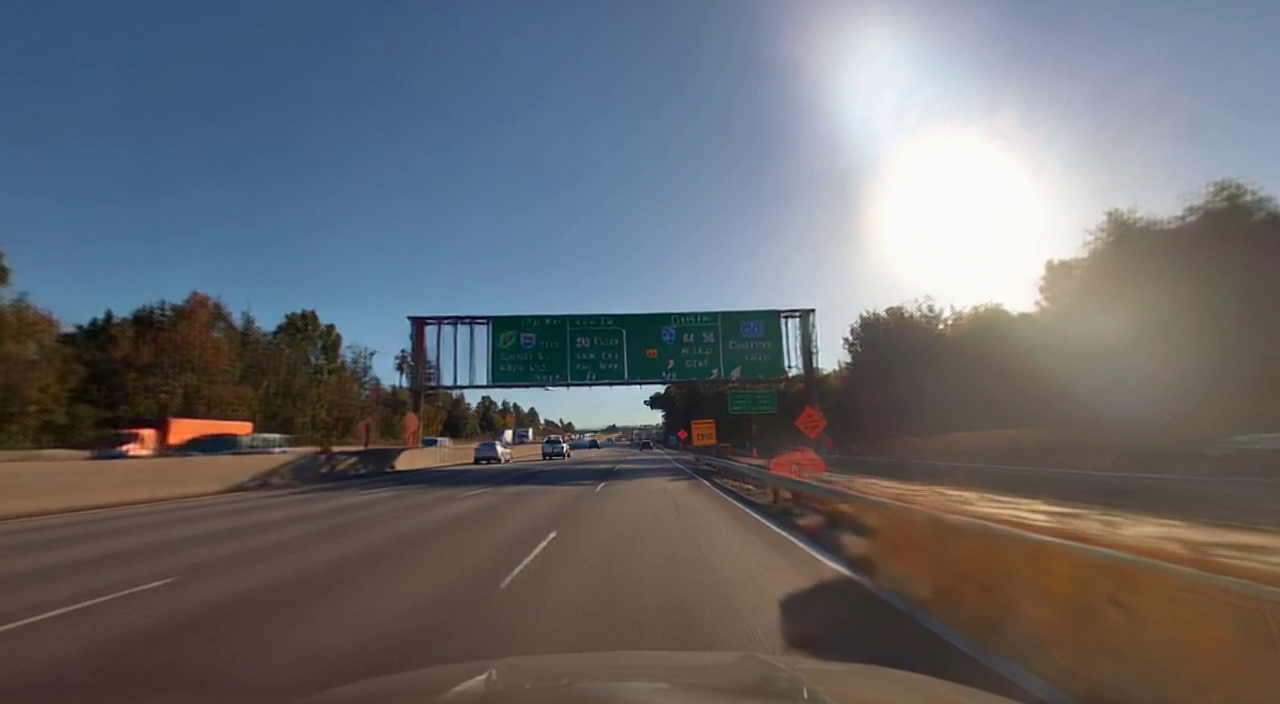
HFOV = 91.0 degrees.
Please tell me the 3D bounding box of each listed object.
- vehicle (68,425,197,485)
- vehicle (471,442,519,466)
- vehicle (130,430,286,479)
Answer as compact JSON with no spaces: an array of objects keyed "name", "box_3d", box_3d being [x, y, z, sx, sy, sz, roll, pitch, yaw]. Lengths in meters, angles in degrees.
[{"name":"vehicle","box_3d":[-30.049,6.091,37.620,3.063,3.267,5.329,0,-8,1]},{"name":"vehicle","box_3d":[-9.762,6.880,42.747,2.122,1.511,4.576,0,-9,0]},{"name":"vehicle","box_3d":[-18.791,4.528,27.979,2.447,1.910,6.271,0,-9,0]}]
